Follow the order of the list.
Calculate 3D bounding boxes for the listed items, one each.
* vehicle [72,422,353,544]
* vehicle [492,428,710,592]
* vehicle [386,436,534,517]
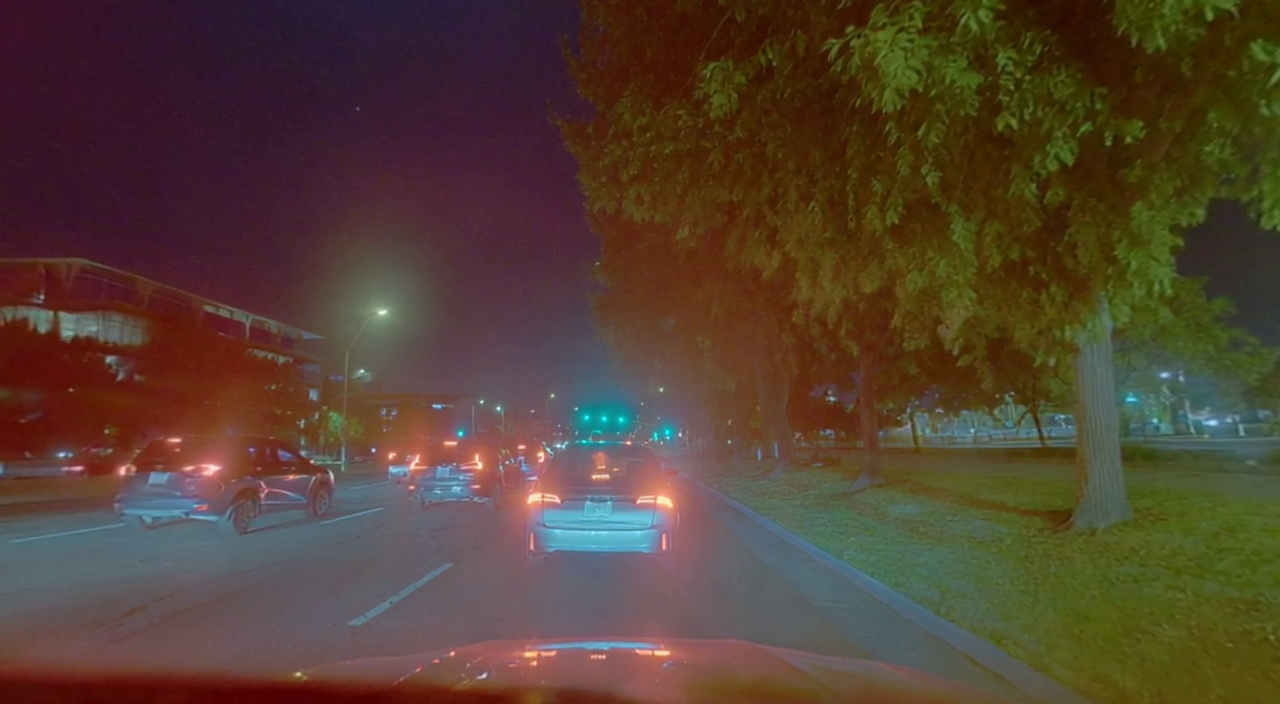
[{"bbox_3d":[-7.289,2.246,11.498,2.068,1.784,4.224,0,-9,1],"label":"vehicle"},{"bbox_3d":[-0.383,1.811,8.062,2.066,1.544,3.954,0,-9,0],"label":"vehicle"},{"bbox_3d":[-3.794,2.701,14.274,1.913,1.521,4.539,0,-9,1],"label":"vehicle"}]
